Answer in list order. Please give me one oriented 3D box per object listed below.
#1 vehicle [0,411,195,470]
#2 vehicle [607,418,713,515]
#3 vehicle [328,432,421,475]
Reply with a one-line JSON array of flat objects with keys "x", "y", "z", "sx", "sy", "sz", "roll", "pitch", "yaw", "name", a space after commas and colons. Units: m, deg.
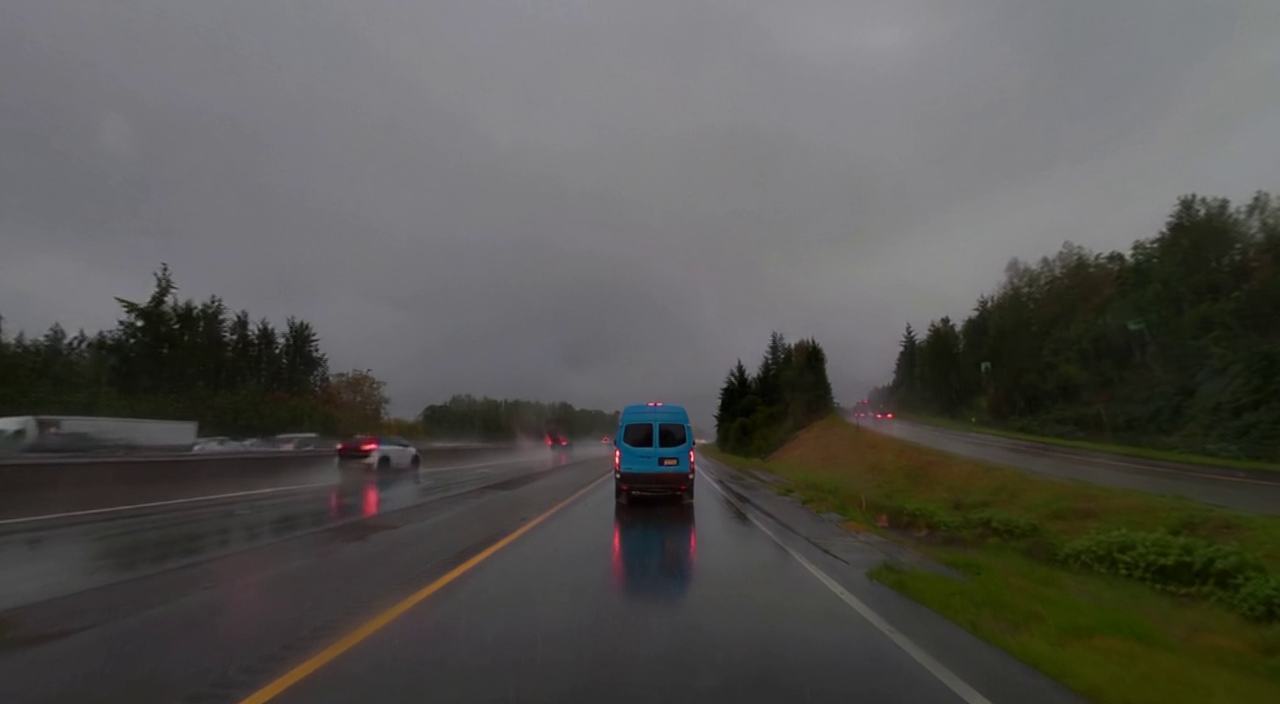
[{"x": -33.691, "y": 5.480, "z": 38.938, "sx": 3.138, "sy": 3.051, "sz": 11.898, "roll": -1, "pitch": -8, "yaw": 4, "name": "vehicle"}, {"x": 0.344, "y": 2.523, "z": 14.436, "sx": 2.043, "sy": 1.821, "sz": 4.558, "roll": 0, "pitch": -8, "yaw": -1, "name": "vehicle"}, {"x": -12.332, "y": 4.738, "z": 29.693, "sx": 2.104, "sy": 1.795, "sz": 4.737, "roll": -1, "pitch": -8, "yaw": 3, "name": "vehicle"}]
